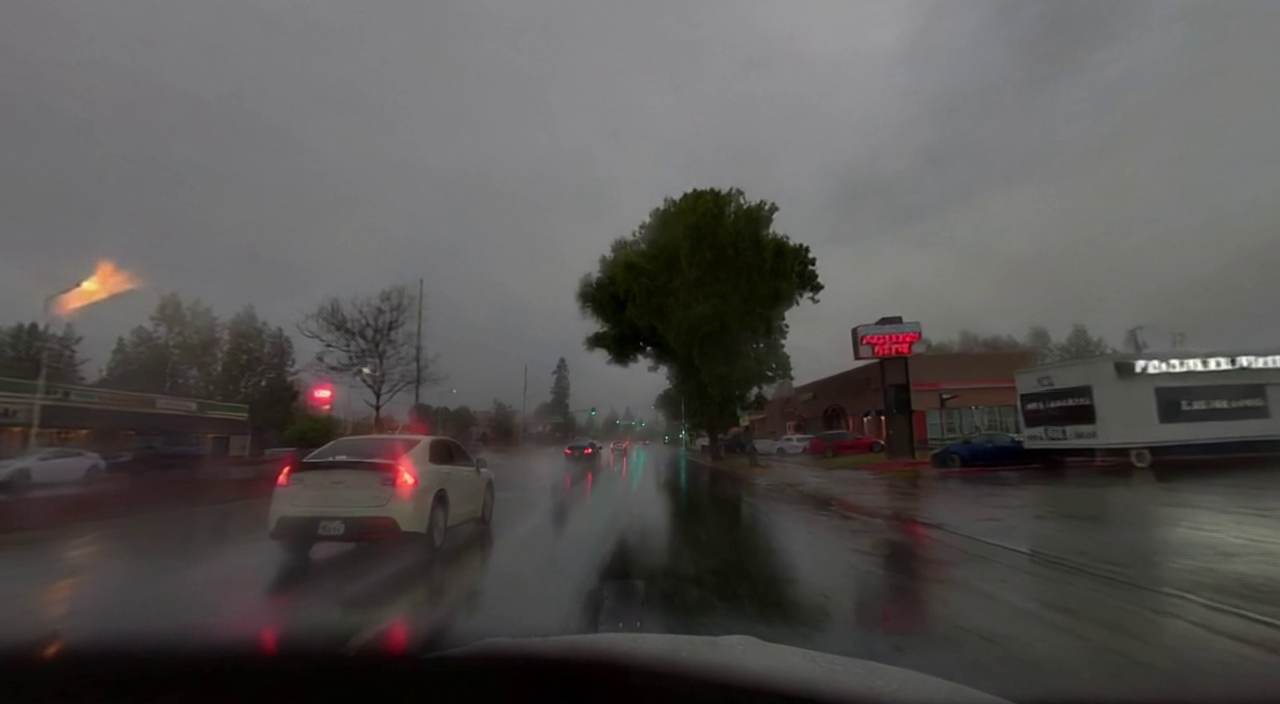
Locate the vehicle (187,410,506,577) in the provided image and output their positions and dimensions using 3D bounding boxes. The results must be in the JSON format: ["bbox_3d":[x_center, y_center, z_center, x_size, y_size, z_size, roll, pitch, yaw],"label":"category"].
[{"bbox_3d":[-3.432,1.769,8.675,2.126,1.655,4.560,0,-9,1],"label":"vehicle"}]

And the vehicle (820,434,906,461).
[{"bbox_3d":[14.174,6.097,40.363,4.697,1.518,1.990,-2,-7,-2],"label":"vehicle"}]

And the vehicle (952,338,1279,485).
[{"bbox_3d":[15.159,1.973,20.479,8.300,4.310,2.832,-1,-9,0],"label":"vehicle"}]

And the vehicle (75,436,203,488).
[{"bbox_3d":[-25.804,5.686,32.870,2.393,2.465,5.027,-1,-9,0],"label":"vehicle"}]

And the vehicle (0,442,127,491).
[{"bbox_3d":[-25.706,4.881,27.335,2.258,1.896,5.595,0,-9,0],"label":"vehicle"}]

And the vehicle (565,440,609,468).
[{"bbox_3d":[-2.915,5.768,35.755,1.955,1.461,4.396,0,-9,2],"label":"vehicle"}]
